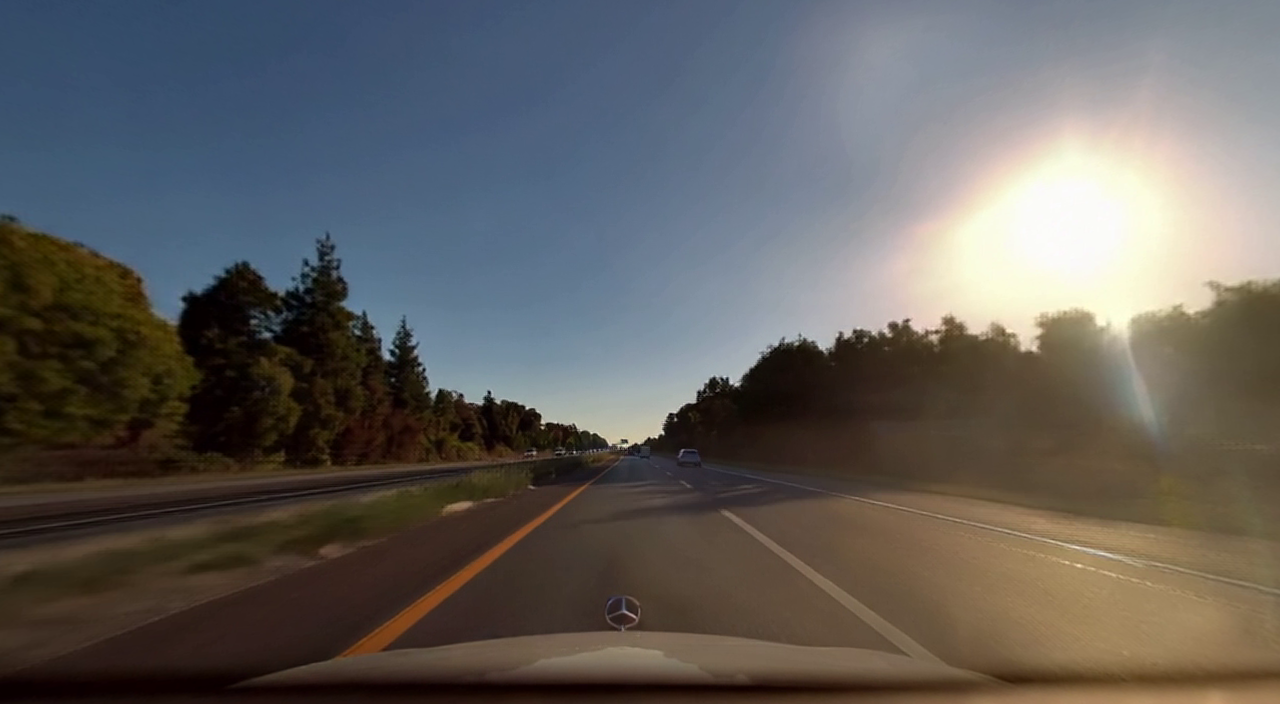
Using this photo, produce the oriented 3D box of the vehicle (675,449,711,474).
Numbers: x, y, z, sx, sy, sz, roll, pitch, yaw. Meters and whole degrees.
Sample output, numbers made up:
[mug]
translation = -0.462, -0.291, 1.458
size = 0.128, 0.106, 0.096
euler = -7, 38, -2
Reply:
[vehicle]
translation = 3.369, 7.083, 41.007
size = 1.870, 1.486, 3.858
euler = 0, -9, -2
